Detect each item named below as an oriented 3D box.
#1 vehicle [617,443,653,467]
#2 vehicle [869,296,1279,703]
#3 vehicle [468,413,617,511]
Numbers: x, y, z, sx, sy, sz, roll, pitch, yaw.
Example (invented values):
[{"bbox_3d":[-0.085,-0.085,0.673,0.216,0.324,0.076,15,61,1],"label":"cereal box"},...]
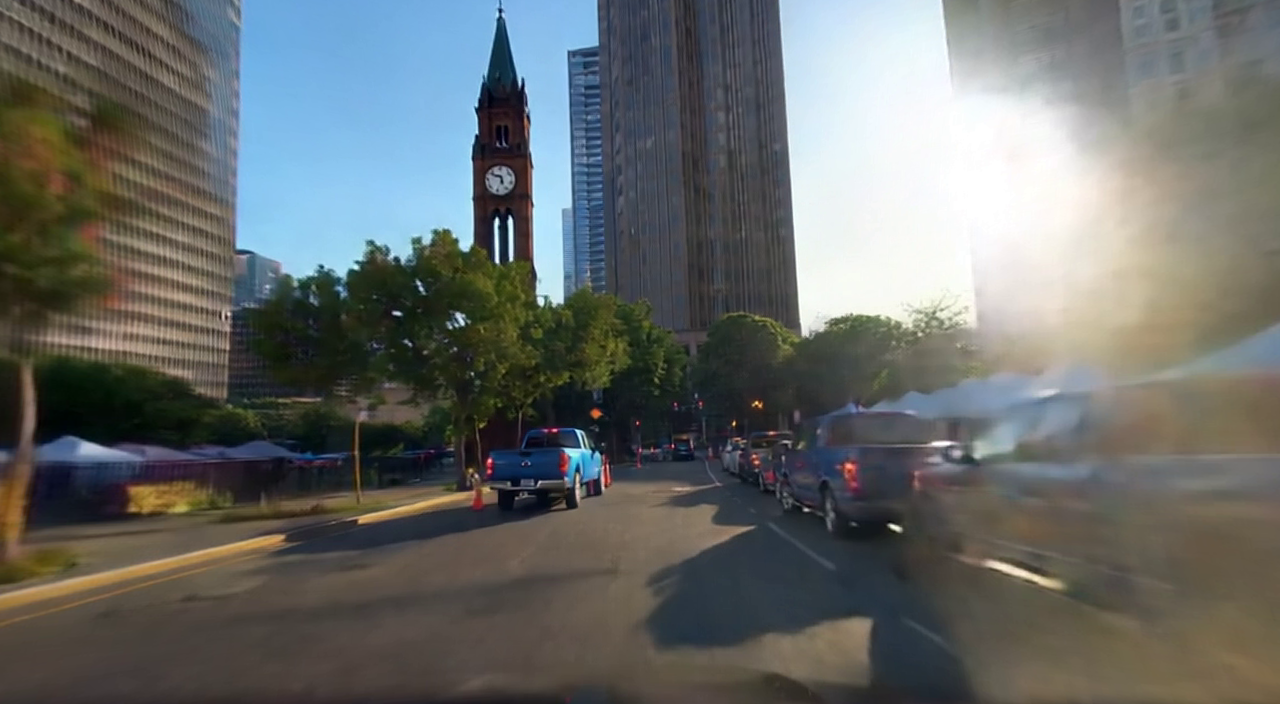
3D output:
[{"bbox_3d":[-0.282,6.863,42.046,1.895,1.489,4.328,-1,-9,6],"label":"vehicle"},{"bbox_3d":[3.472,0.960,4.219,2.057,1.797,4.734,0,-9,0],"label":"vehicle"},{"bbox_3d":[-2.084,2.659,15.614,2.452,1.954,5.653,-1,-9,4],"label":"vehicle"}]
